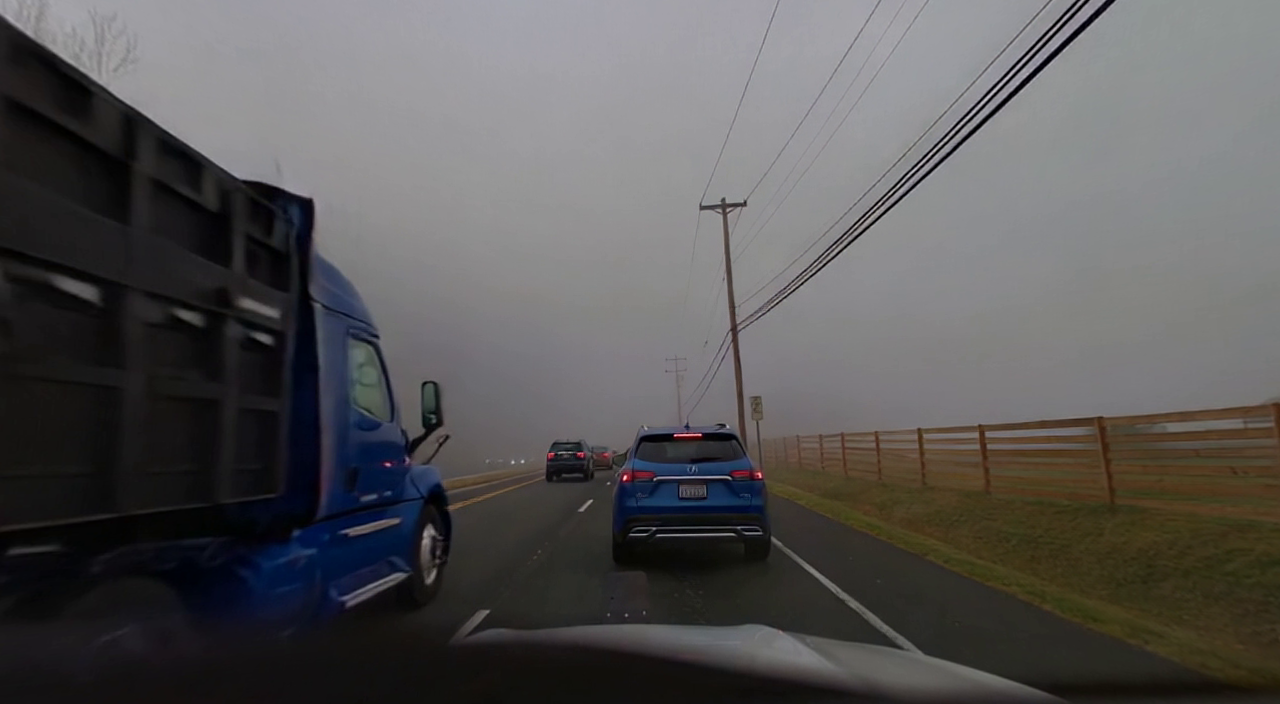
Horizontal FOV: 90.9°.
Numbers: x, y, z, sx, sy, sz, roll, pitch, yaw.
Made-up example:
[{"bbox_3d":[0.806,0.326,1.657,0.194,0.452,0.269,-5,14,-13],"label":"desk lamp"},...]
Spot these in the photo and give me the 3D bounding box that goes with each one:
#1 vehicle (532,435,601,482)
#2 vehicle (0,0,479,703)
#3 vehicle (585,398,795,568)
[{"bbox_3d":[-2.703,4.077,24.309,2.037,1.639,4.213,0,-9,2],"label":"vehicle"},{"bbox_3d":[-3.093,-0.039,1.668,2.928,3.658,8.980,0,-9,0],"label":"vehicle"},{"bbox_3d":[0.495,1.673,8.695,2.174,1.749,4.113,0,-9,-1],"label":"vehicle"}]
